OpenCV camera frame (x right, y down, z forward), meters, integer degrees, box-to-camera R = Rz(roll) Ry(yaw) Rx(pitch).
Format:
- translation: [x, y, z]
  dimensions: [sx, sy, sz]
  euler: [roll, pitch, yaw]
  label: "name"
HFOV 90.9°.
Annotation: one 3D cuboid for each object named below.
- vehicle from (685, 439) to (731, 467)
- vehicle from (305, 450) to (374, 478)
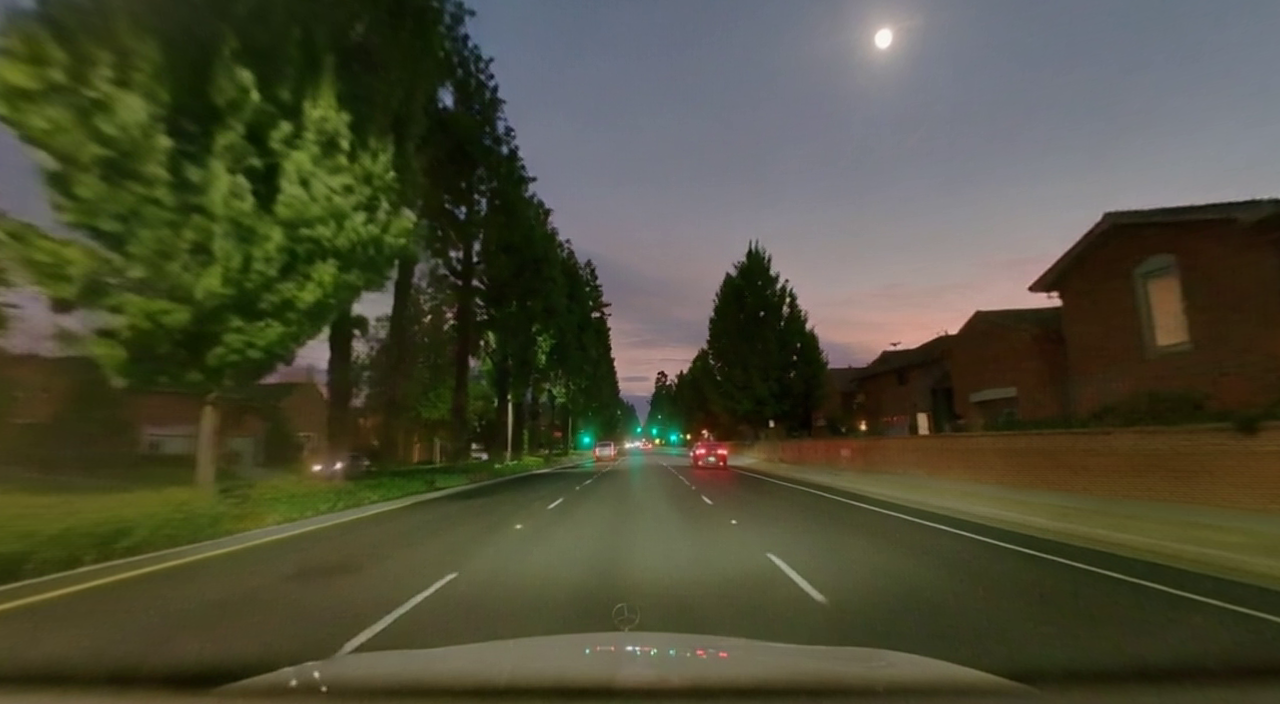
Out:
- translation: [4.075, 6.139, 38.503]
  dimensions: [2.237, 1.578, 4.621]
  euler: [0, -8, -1]
  label: "vehicle"
- translation: [-21.065, 7.853, 44.398]
  dimensions: [2.238, 1.778, 5.115]
  euler: [0, -8, 1]
  label: "vehicle"
